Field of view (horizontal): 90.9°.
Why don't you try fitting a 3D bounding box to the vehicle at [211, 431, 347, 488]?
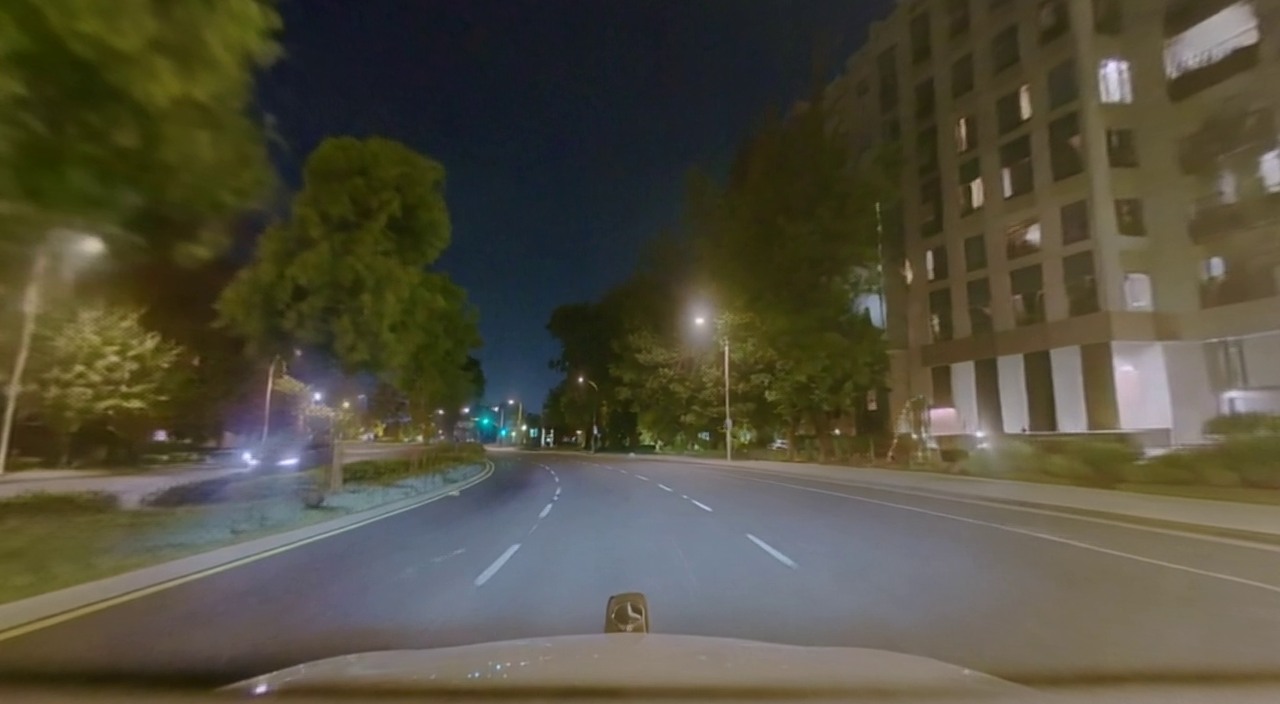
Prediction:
[{"bbox_3d":[-12.573,3.773,22.434,2.349,1.790,4.940,1,-9,-7],"label":"vehicle"}]
